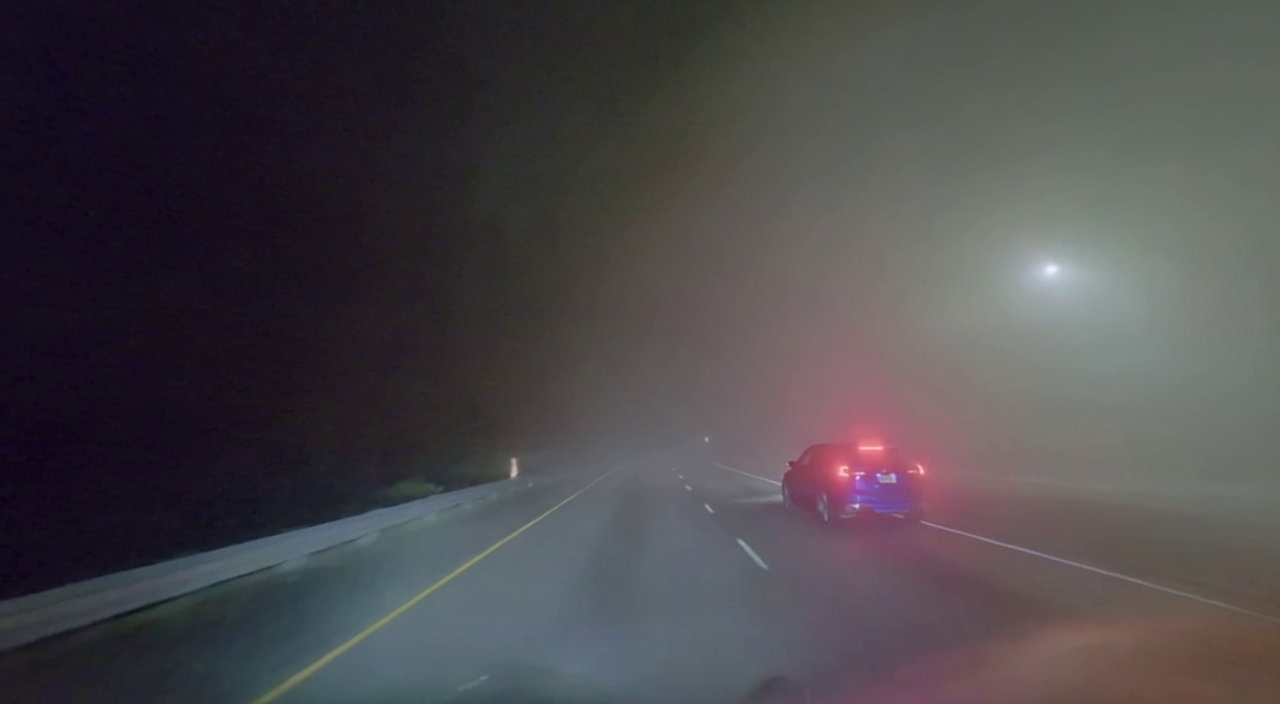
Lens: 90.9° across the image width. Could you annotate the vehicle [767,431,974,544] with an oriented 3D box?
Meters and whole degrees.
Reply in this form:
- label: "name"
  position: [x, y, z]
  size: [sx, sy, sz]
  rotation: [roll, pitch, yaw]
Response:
- label: "vehicle"
  position: [3.563, 2.158, 10.697]
  size: [1.997, 1.515, 4.025]
  rotation: [-1, -8, 1]
